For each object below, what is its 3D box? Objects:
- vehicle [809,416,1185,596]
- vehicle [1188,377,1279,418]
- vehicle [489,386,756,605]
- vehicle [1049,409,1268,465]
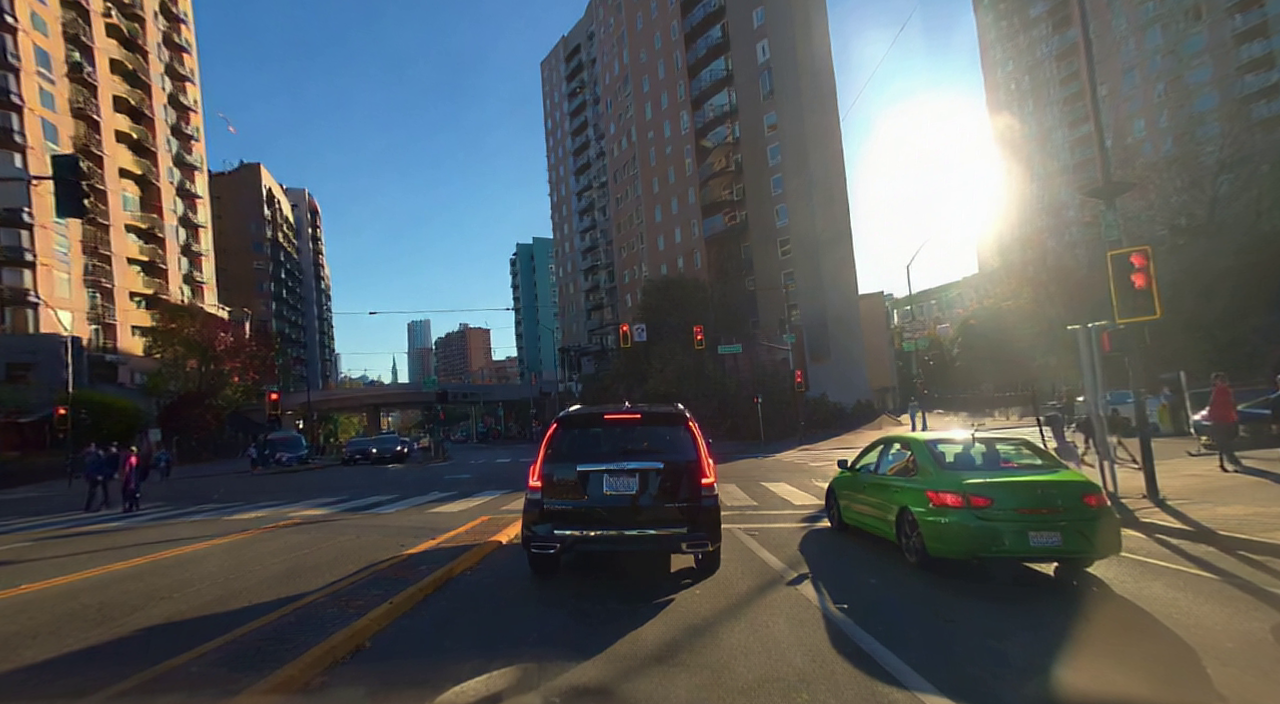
[{"bbox_3d":[3.688,1.662,7.755,1.987,1.538,4.510,0,-8,0],"label":"vehicle"},{"bbox_3d":[26.590,1.978,27.170,4.287,1.639,1.729,0,-8,1],"label":"vehicle"},{"bbox_3d":[-0.134,1.480,7.305,2.168,1.776,4.135,0,-8,0],"label":"vehicle"},{"bbox_3d":[14.267,2.378,17.605,4.354,1.466,1.863,-1,-8,2],"label":"vehicle"}]
